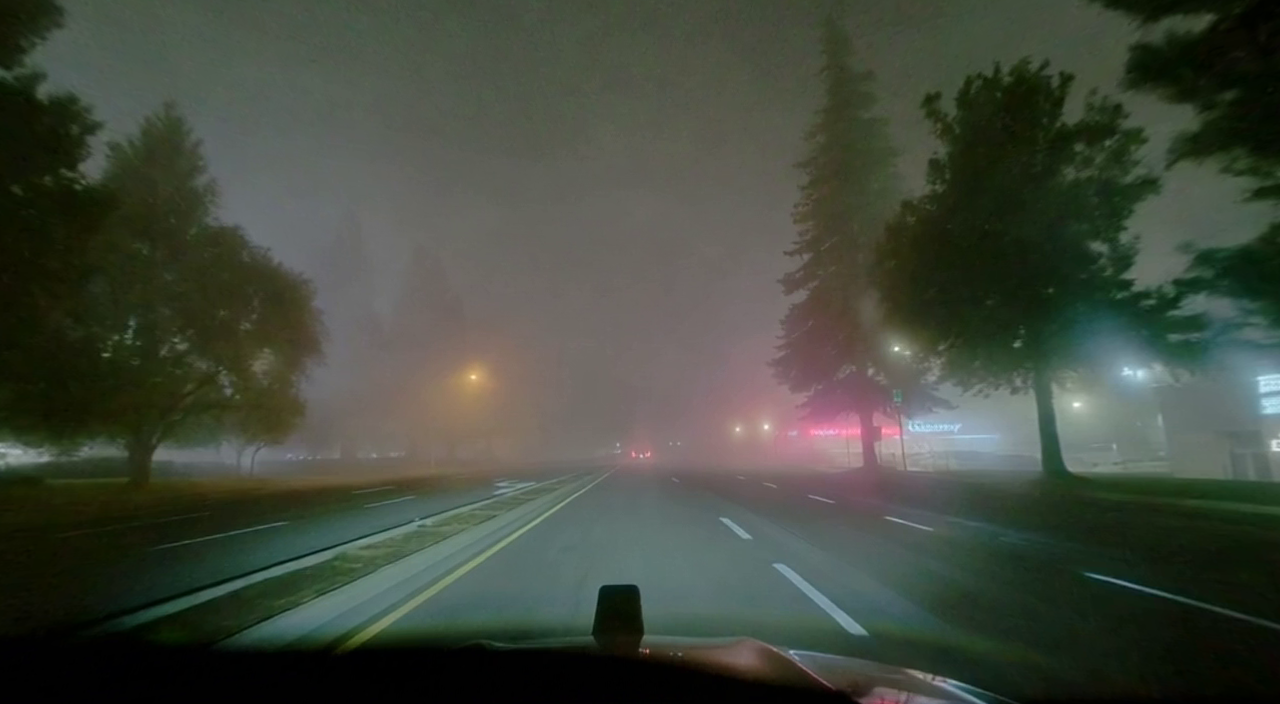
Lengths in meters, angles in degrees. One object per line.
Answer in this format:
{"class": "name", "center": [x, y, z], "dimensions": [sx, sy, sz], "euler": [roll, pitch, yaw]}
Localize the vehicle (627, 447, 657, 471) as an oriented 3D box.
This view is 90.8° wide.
{"class": "vehicle", "center": [0.158, 7.852, 46.726], "dimensions": [2.095, 1.647, 4.205], "euler": [0, -8, 0]}
